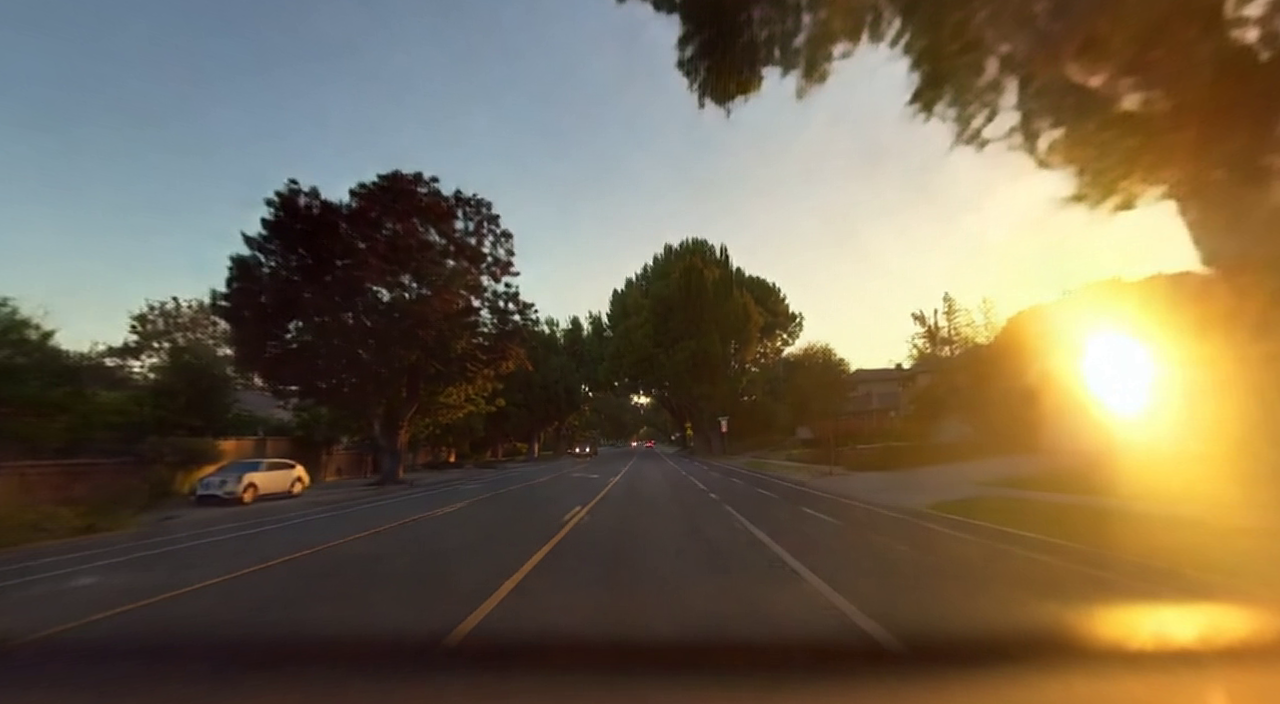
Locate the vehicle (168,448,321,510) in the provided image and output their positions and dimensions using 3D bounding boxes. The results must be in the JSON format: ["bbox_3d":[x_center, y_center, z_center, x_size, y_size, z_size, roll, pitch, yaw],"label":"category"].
[{"bbox_3d":[-12.519,3.996,20.428,1.921,1.611,4.713,-3,-8,1],"label":"vehicle"}]
